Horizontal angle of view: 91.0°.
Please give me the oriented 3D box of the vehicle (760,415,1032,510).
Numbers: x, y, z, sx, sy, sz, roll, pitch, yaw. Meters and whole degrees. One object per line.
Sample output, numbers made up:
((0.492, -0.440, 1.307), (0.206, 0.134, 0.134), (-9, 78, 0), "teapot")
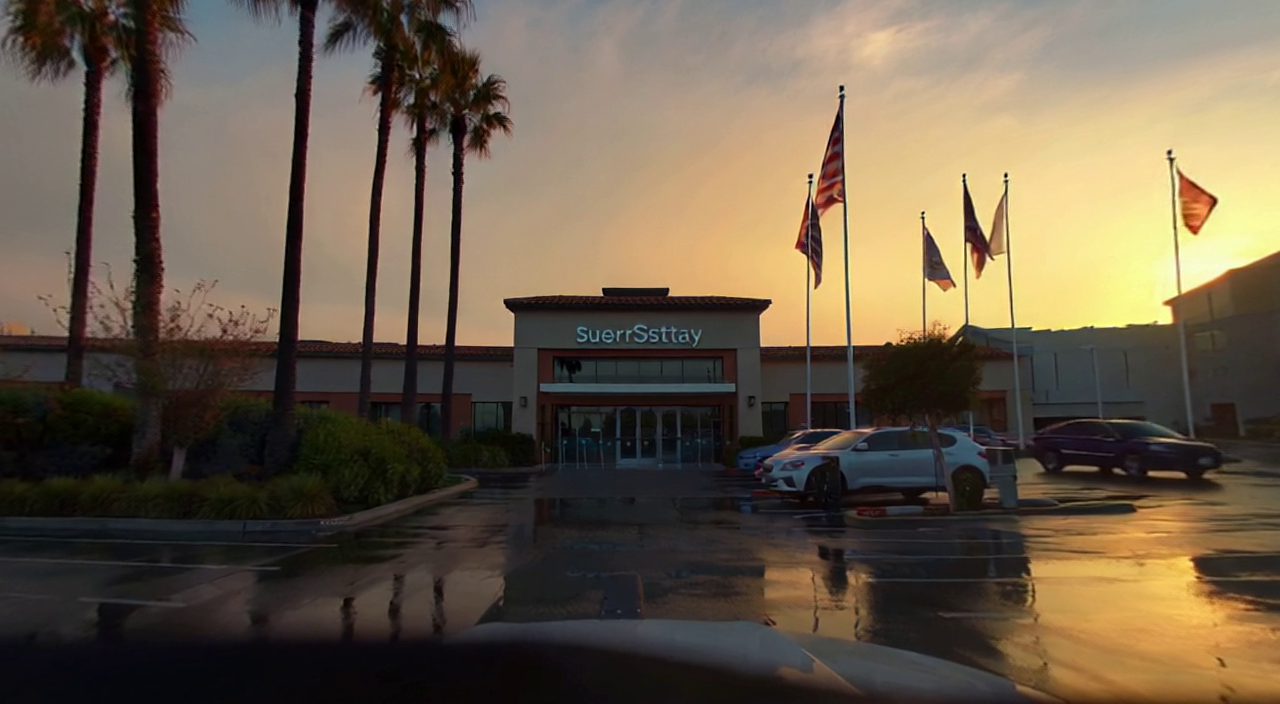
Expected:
((4.887, 2.180, 12.586), (4.567, 1.723, 1.926), (0, -8, 0), "vehicle")

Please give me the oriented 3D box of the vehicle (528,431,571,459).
((-6.611, 6.808, 46.346), (1.943, 1.890, 4.472), (-3, -7, 7), "vehicle")

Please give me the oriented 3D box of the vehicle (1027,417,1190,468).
((19.656, 3.898, 26.929), (2.357, 1.921, 5.999), (0, -8, 0), "vehicle")
